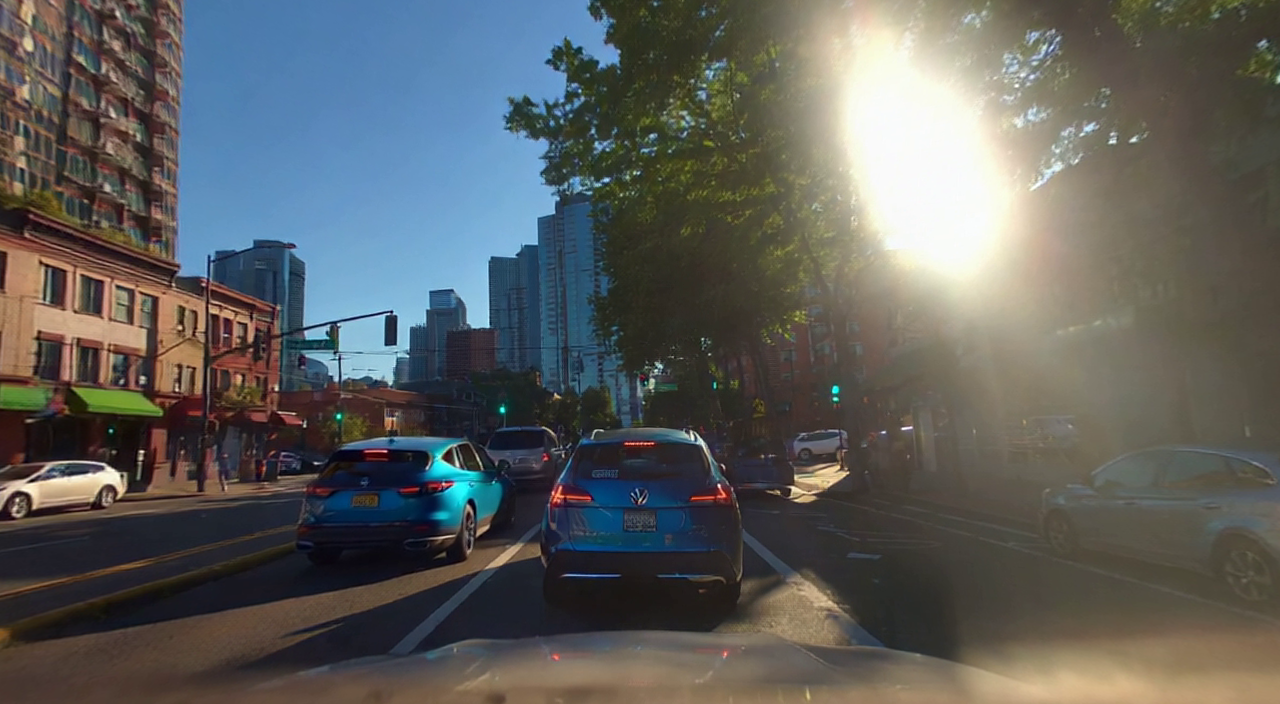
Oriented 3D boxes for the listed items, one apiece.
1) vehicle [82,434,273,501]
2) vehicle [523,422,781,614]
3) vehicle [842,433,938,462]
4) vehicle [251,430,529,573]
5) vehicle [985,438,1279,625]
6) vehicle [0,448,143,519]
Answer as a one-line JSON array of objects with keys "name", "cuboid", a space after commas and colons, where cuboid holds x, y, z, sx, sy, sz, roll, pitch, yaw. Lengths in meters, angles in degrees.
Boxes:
[{"name": "vehicle", "cuboid": [-16.155, 4.057, 22.652, 2.195, 2.053, 5.980, 0, -9, 1]}, {"name": "vehicle", "cuboid": [0.090, 1.580, 6.806, 2.022, 1.481, 3.564, 0, -9, 0]}, {"name": "vehicle", "cuboid": [16.383, 6.270, 41.492, 5.345, 1.811, 2.175, 0, -9, -1]}, {"name": "vehicle", "cuboid": [-2.999, 1.892, 8.745, 2.131, 1.486, 4.089, 0, -9, 1]}, {"name": "vehicle", "cuboid": [5.976, 1.699, 6.856, 1.873, 1.453, 4.579, 0, -9, 0]}, {"name": "vehicle", "cuboid": [-16.231, 3.444, 16.996, 1.914, 1.690, 4.461, 0, -9, 1]}]
